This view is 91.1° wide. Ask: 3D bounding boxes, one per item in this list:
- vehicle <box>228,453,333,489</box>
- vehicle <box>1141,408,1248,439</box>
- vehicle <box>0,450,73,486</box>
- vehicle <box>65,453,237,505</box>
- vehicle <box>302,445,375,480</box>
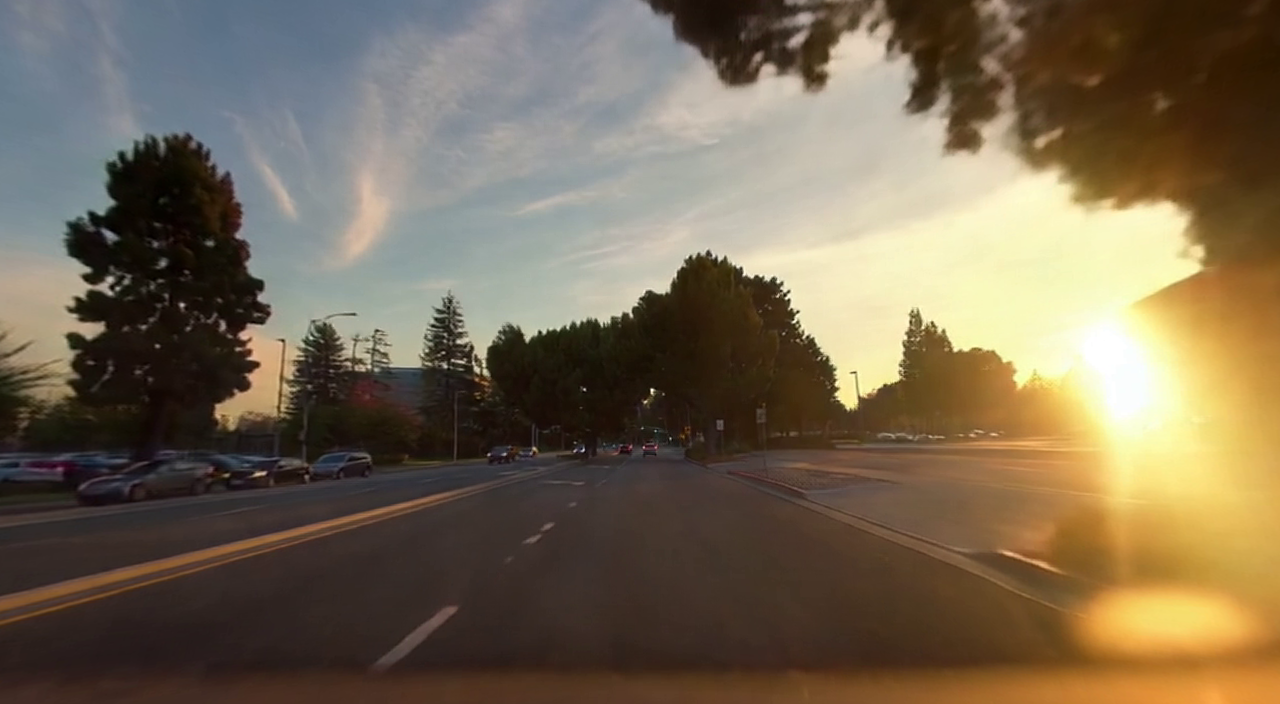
[{"bbox_3d":[-17.248,5.690,30.477,1.955,1.486,5.112,-1,-8,2],"label":"vehicle"},{"bbox_3d":[29.944,3.944,34.111,1.829,1.496,4.642,-1,-8,5],"label":"vehicle"},{"bbox_3d":[-28.172,5.155,28.019,3.759,1.462,1.873,1,-8,-3],"label":"vehicle"},{"bbox_3d":[-17.174,4.457,22.503,2.014,1.515,5.027,0,-8,2],"label":"vehicle"},{"bbox_3d":[-17.155,6.276,36.026,1.998,1.724,4.486,-3,-9,0],"label":"vehicle"}]
